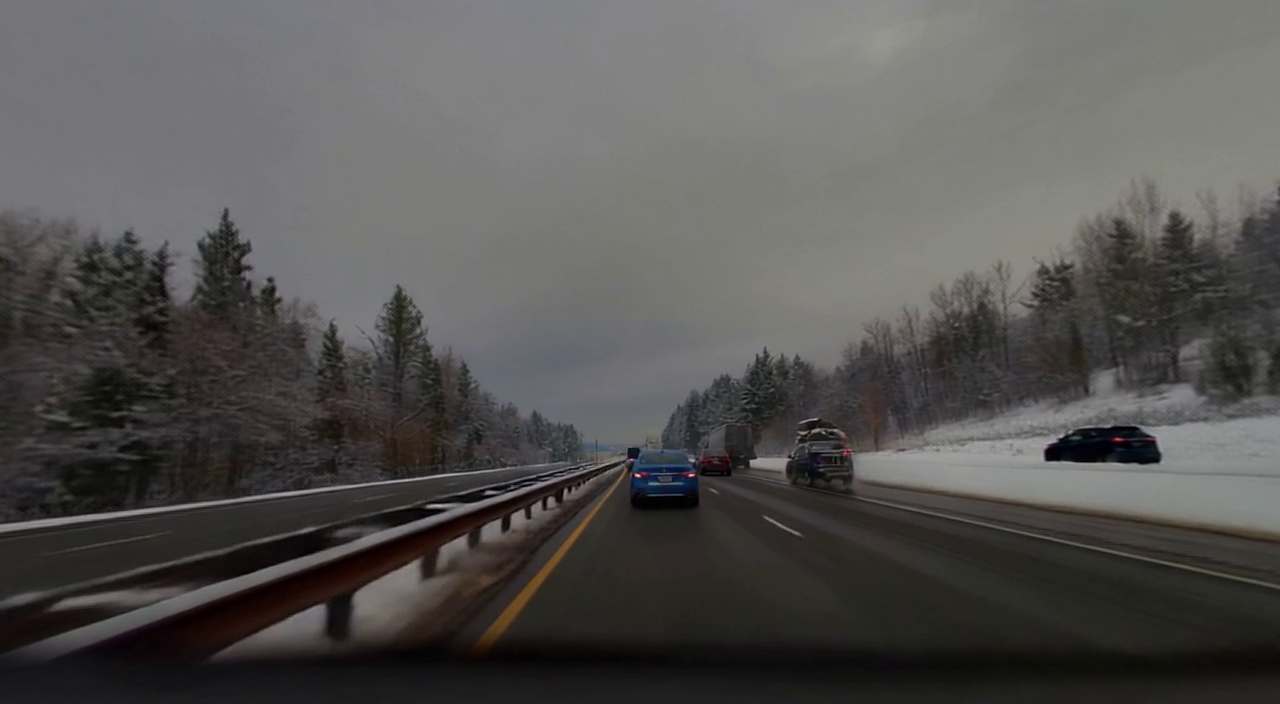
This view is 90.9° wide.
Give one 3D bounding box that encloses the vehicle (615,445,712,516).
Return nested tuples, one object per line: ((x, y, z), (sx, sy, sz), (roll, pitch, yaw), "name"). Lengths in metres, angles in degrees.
((0.484, 3.060, 15.425), (2.076, 1.485, 3.774), (0, -9, 0), "vehicle")

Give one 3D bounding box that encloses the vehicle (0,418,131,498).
((-33.327, 5.931, 35.344), (2.902, 3.981, 7.819), (-3, -8, 0), "vehicle")

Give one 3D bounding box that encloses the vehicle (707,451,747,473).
((6.025, 7.633, 43.962), (2.015, 1.454, 4.324), (0, -9, -2), "vehicle")

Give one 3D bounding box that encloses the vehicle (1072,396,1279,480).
((31.741, 5.006, 35.917), (2.822, 3.996, 14.073), (1, -9, -7), "vehicle")

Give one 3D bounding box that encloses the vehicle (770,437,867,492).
((6.508, 4.149, 23.577), (2.177, 1.827, 4.565), (0, -9, -1), "vehicle")
